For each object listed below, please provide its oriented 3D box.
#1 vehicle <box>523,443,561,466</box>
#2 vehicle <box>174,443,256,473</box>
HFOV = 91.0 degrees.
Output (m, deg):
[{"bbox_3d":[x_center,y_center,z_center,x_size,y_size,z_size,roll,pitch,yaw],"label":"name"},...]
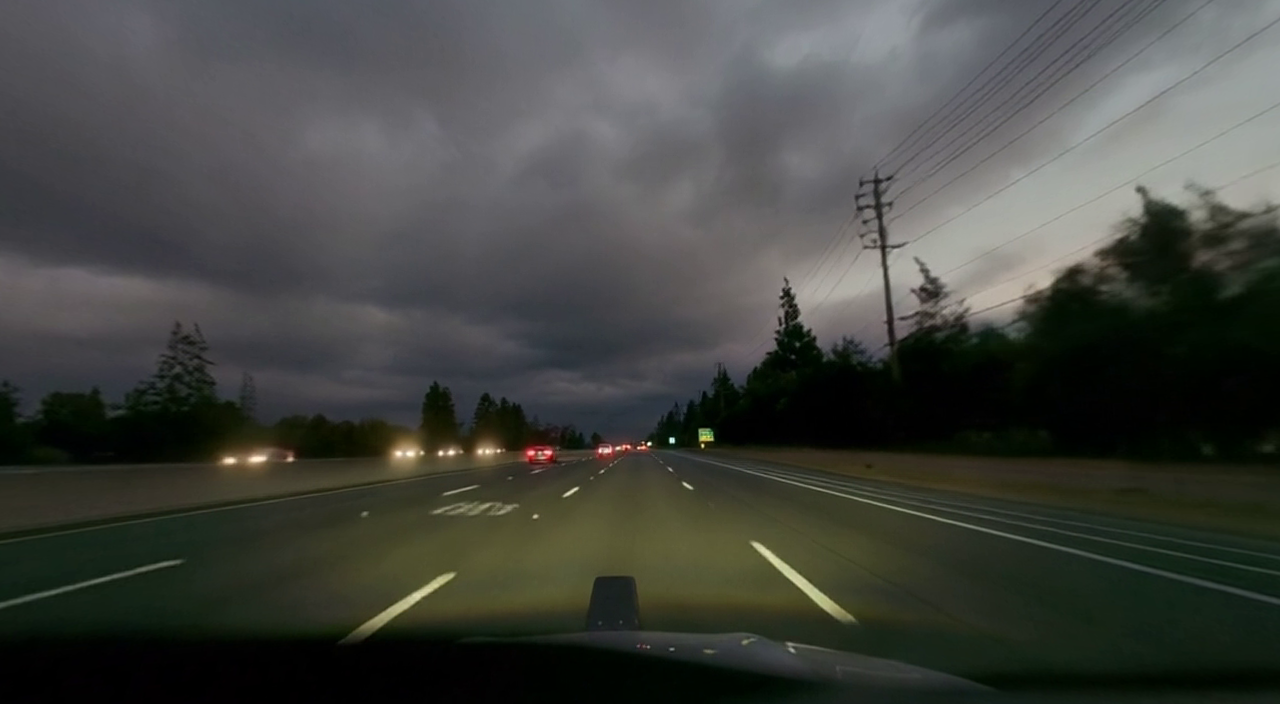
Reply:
[{"bbox_3d":[-7.104,7.487,46.068,2.034,1.563,4.476,0,-9,1],"label":"vehicle"},{"bbox_3d":[-26.179,6.549,38.987,1.962,1.701,4.482,0,-9,0],"label":"vehicle"}]
